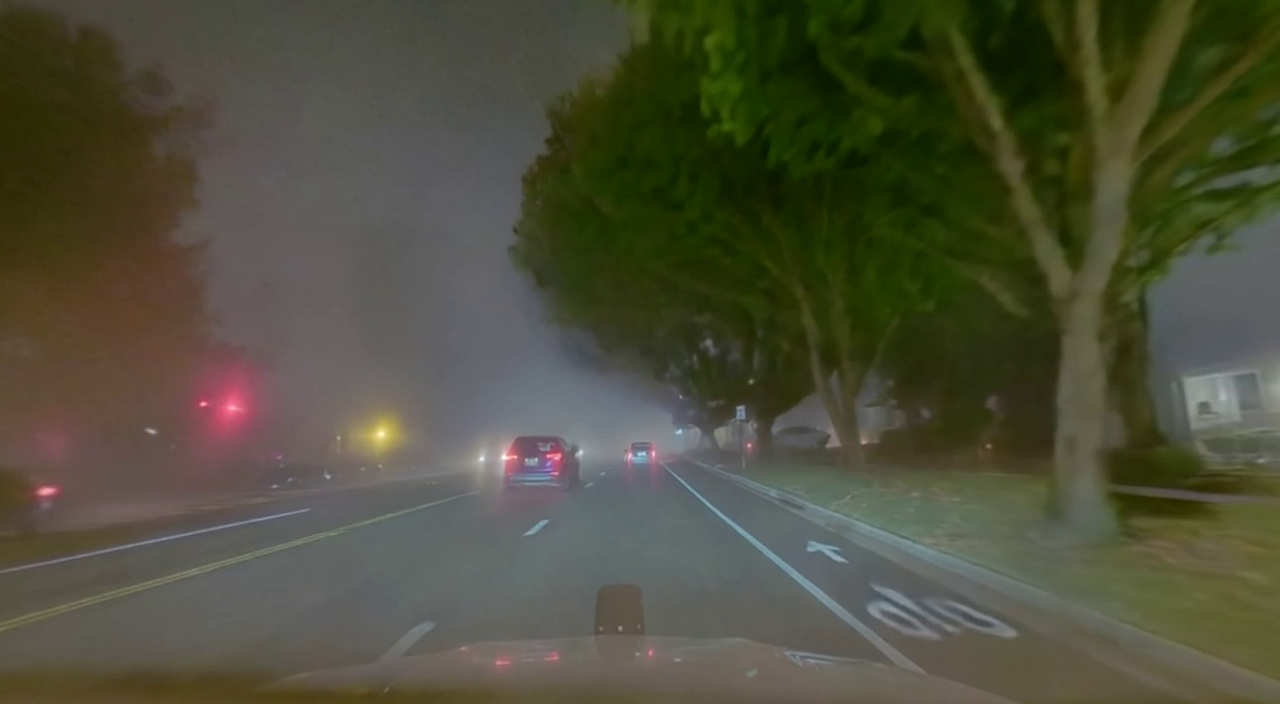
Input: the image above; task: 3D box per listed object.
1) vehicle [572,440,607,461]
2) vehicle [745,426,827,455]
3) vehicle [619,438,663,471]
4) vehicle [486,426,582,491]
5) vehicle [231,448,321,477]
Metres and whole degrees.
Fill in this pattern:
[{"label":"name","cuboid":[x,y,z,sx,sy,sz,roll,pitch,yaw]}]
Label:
[{"label":"vehicle","cuboid":[-3.769,7.491,48.078,2.268,1.522,4.350,0,-8,0]},{"label":"vehicle","cuboid":[11.068,6.740,48.212,5.552,2.070,2.533,0,-8,-4]},{"label":"vehicle","cuboid":[0.003,5.106,31.702,2.062,1.518,3.901,0,-8,-1]},{"label":"vehicle","cuboid":[-3.138,3.288,19.746,2.157,1.771,4.452,0,-8,1]},{"label":"vehicle","cuboid":[-22.287,6.747,38.774,4.203,1.693,2.072,0,-8,1]}]
